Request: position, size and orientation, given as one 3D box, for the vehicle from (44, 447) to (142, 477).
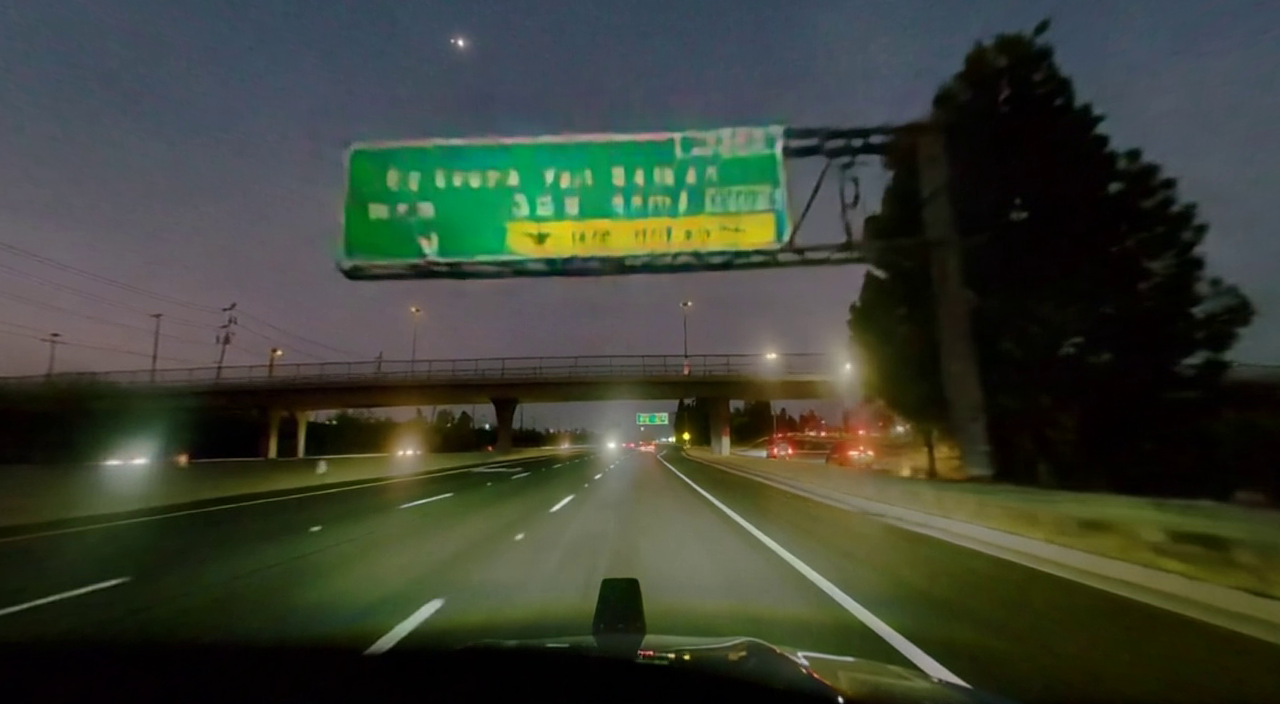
[{"bbox_3d":[-35.406,7.104,41.008,2.007,1.769,4.826,0,-8,0],"label":"vehicle"}]
